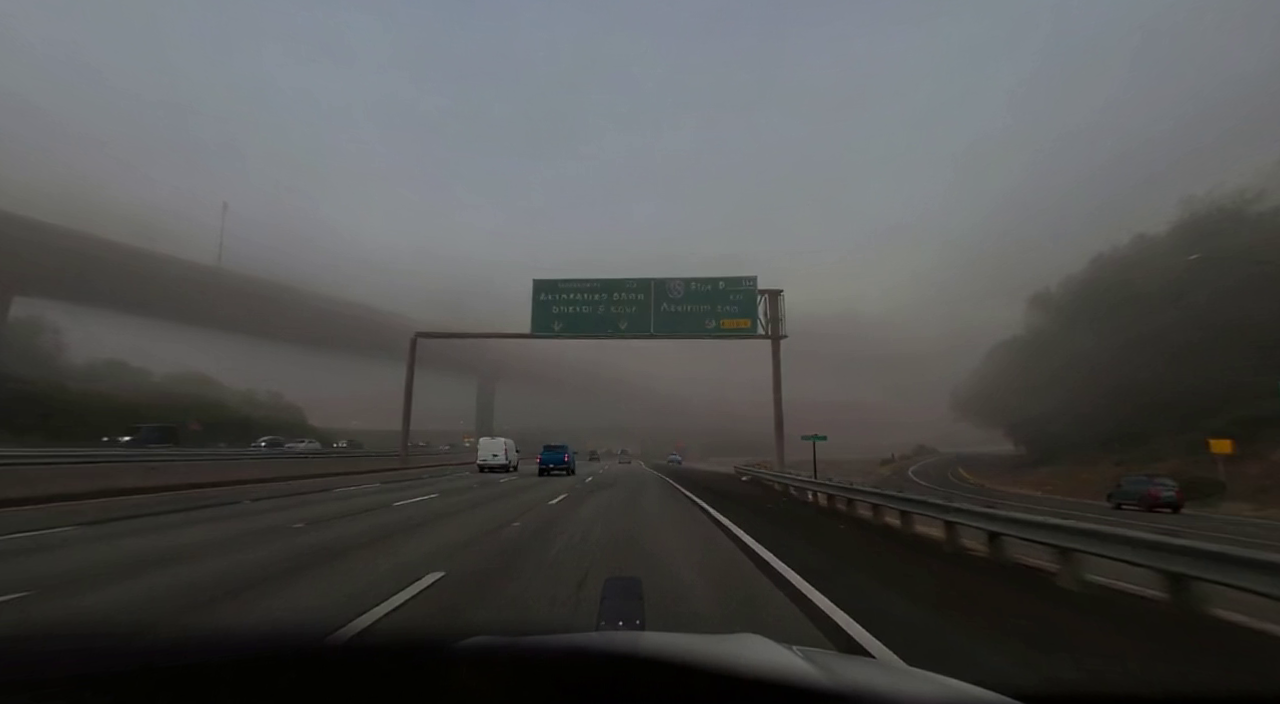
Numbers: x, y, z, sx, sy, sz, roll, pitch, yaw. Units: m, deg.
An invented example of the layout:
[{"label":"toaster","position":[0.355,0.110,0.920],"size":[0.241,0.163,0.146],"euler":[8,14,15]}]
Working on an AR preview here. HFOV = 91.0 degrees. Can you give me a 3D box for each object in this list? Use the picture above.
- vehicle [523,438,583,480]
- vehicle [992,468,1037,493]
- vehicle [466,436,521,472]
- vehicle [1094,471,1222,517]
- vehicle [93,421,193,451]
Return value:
[{"label":"vehicle","position":[-4.022,5.046,30.010],"size":[2.144,1.847,4.850],"euler":[0,-8,0]},{"label":"vehicle","position":[27.529,9.406,46.363],"size":[1.944,1.528,4.123],"euler":[-3,-9,19]},{"label":"vehicle","position":[-8.515,5.967,37.077],"size":[2.132,1.984,4.639],"euler":[0,-8,-1]},{"label":"vehicle","position":[21.774,5.957,26.785],"size":[2.103,1.523,4.653],"euler":[-1,-9,10]},{"label":"vehicle","position":[-34.676,5.953,44.237],"size":[2.229,1.985,5.898],"euler":[0,-8,0]}]
